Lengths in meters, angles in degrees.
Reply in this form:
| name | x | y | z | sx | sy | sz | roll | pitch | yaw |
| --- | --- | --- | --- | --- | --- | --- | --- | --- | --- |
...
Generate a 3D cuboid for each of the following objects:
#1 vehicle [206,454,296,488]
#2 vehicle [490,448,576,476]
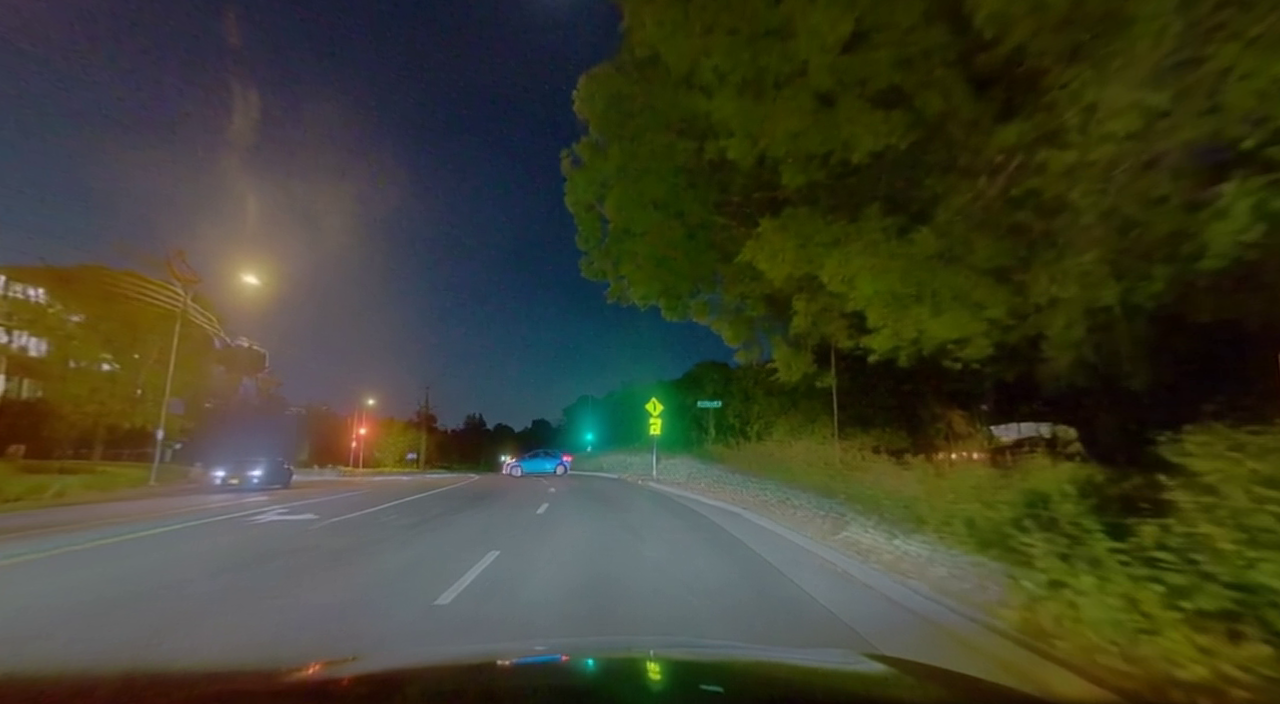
| name | x | y | z | sx | sy | sz | roll | pitch | yaw |
| --- | --- | --- | --- | --- | --- | --- | --- | --- | --- |
| vehicle | -19.020 | 5.796 | 31.156 | 1.942 | 1.470 | 4.566 | 1 | -9 | -7 |
| vehicle | -7.868 | 8.046 | 46.696 | 5.848 | 1.924 | 2.196 | 5 | -10 | -28 |
